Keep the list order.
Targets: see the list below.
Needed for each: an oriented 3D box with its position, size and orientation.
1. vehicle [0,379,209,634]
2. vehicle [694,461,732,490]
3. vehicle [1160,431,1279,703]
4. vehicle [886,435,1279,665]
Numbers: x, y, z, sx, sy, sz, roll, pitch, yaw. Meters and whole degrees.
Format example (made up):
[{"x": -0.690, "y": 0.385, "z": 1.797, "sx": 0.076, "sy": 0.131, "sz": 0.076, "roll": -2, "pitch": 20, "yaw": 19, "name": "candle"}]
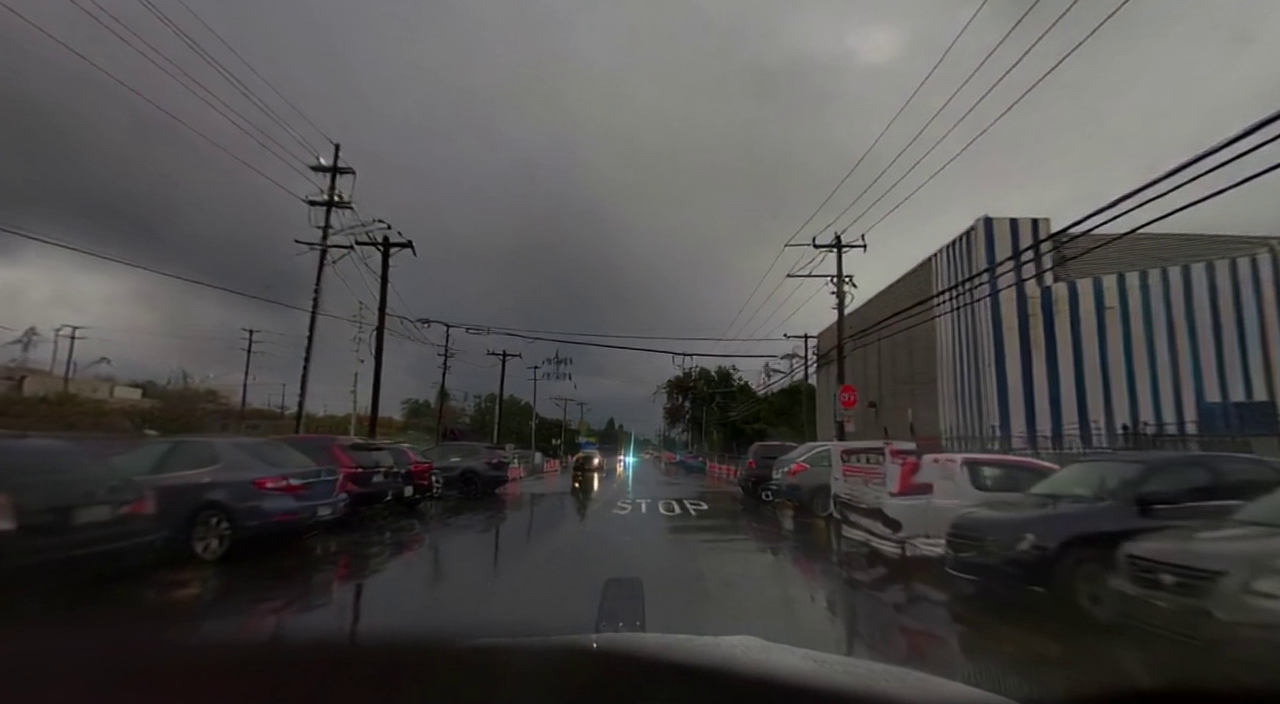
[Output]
[{"x": -6.555, "y": 1.080, "z": 5.090, "sx": 4.515, "sy": 1.689, "sz": 1.942, "roll": 4, "pitch": -12, "yaw": -2, "name": "vehicle"}, {"x": 5.075, "y": 8.657, "z": 44.527, "sx": 2.007, "sy": 1.804, "sz": 4.136, "roll": 0, "pitch": -8, "yaw": -2, "name": "vehicle"}, {"x": 5.166, "y": 1.018, "z": 2.459, "sx": 4.553, "sy": 1.427, "sz": 1.939, "roll": 0, "pitch": -9, "yaw": -1, "name": "vehicle"}, {"x": 4.591, "y": 1.430, "z": 5.144, "sx": 4.318, "sy": 1.459, "sz": 1.971, "roll": 0, "pitch": -9, "yaw": 0, "name": "vehicle"}]
